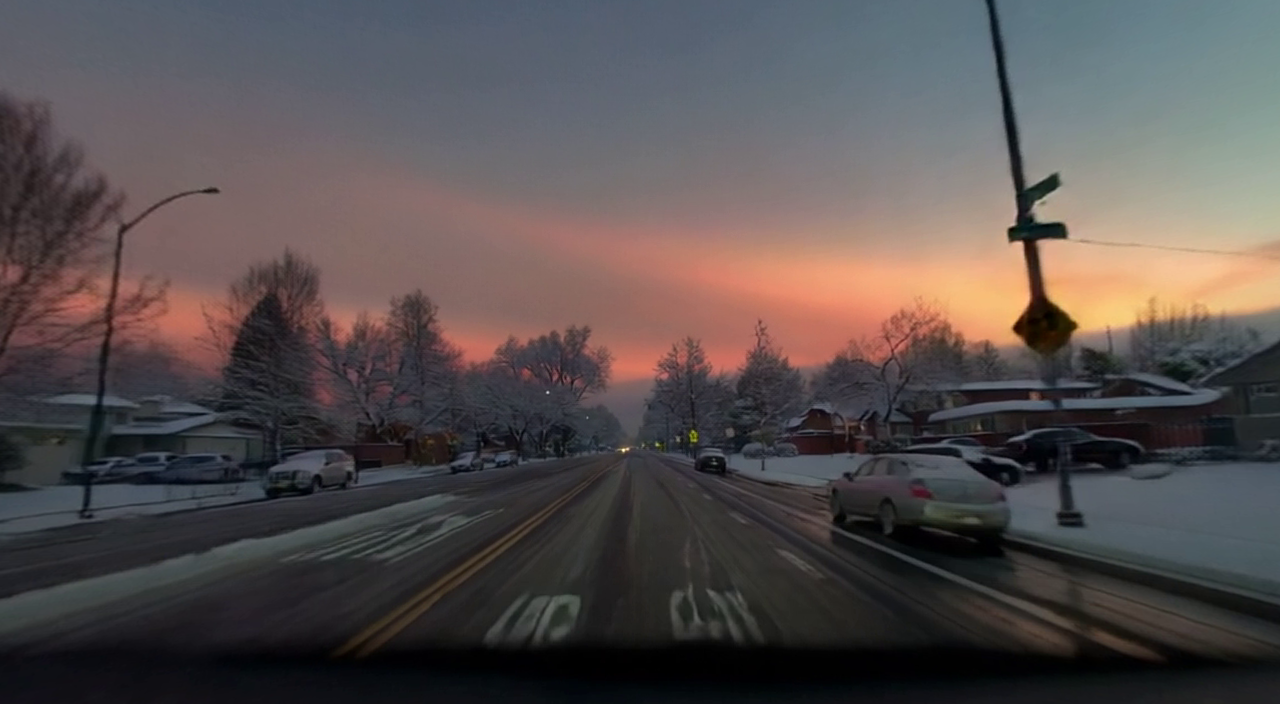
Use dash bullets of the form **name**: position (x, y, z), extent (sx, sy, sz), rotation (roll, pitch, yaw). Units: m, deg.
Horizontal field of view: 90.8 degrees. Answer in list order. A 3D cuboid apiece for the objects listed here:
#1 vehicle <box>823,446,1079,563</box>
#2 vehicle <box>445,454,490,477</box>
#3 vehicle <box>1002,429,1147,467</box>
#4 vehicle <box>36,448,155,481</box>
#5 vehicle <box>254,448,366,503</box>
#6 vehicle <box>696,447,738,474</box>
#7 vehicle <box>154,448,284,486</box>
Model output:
- **vehicle**: position (4.582, 2.269, 10.208), extent (1.970, 1.455, 4.233), rotation (0, -9, 0)
- **vehicle**: position (-12.445, 8.181, 45.888), extent (1.940, 1.452, 4.485), rotation (-3, -9, 1)
- **vehicle**: position (17.536, 3.912, 25.664), extent (4.434, 1.460, 1.800), rotation (-1, -9, 3)
- **vehicle**: position (-26.587, 5.496, 30.959), extent (4.073, 1.502, 1.822), rotation (0, -9, -2)
- **vehicle**: position (-12.756, 4.743, 24.805), extent (2.049, 1.782, 4.460), rotation (-4, -8, 0)
- **vehicle**: position (4.583, 6.551, 38.383), extent (1.925, 1.482, 4.746), rotation (0, -9, 0)
- **vehicle**: position (-20.337, 5.555, 30.750), extent (4.744, 1.752, 2.008), rotation (1, -9, -7)
